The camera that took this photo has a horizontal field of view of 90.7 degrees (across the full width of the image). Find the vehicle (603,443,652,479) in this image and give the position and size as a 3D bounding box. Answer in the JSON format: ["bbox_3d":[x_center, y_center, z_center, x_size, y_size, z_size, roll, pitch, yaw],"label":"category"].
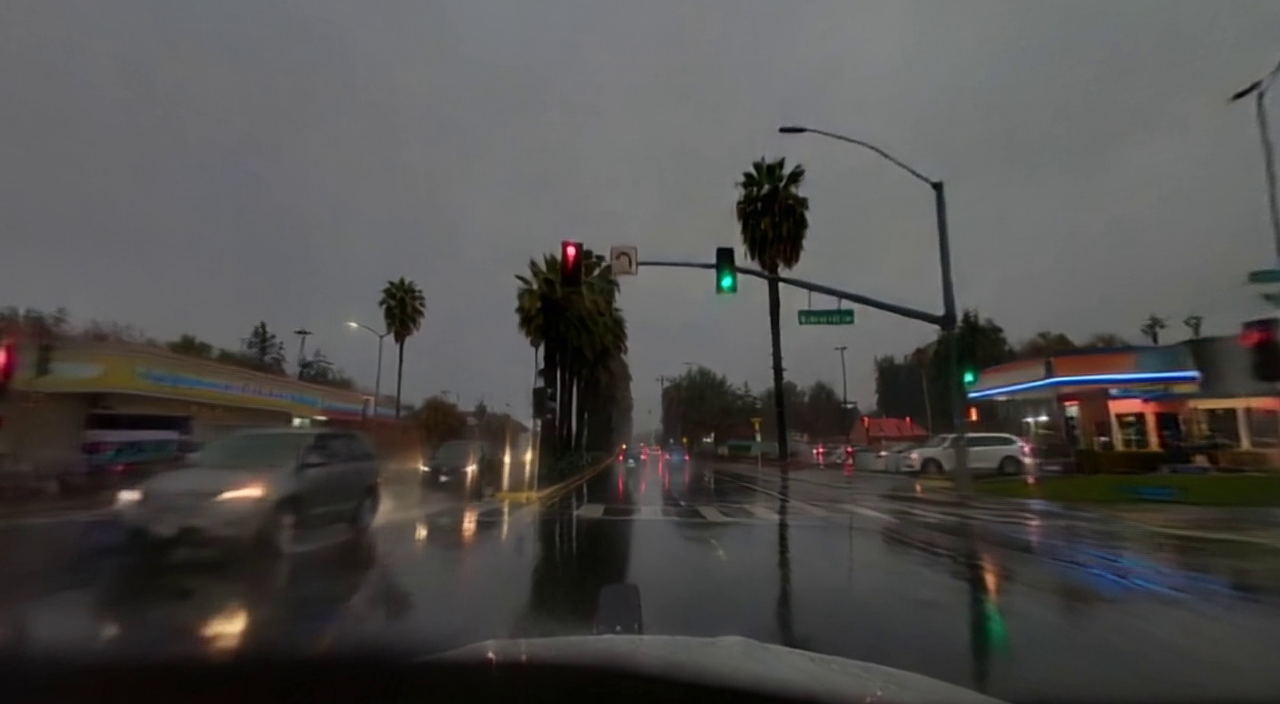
[{"bbox_3d":[-0.606,5.081,29.699,2.160,1.508,4.319,0,-9,-2],"label":"vehicle"}]

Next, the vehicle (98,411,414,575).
[{"bbox_3d":[-5.144,1.893,9.443,2.032,1.747,4.479,-2,-8,-2],"label":"vehicle"}]

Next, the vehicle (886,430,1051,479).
[{"bbox_3d":[13.682,4.298,26.601,5.718,1.911,2.088,0,-9,-2],"label":"vehicle"}]

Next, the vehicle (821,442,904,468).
[{"bbox_3d":[13.648,6.362,39.001,4.360,1.523,1.900,0,-9,-1],"label":"vehicle"}]

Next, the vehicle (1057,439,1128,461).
[{"bbox_3d":[34.503,7.461,48.337,3.956,1.515,1.738,-3,-7,6],"label":"vehicle"}]

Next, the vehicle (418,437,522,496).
[{"bbox_3d":[-5.242,3.579,20.178,2.060,1.643,4.359,0,-9,0],"label":"vehicle"}]

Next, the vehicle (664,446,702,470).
[{"bbox_3d":[2.752,6.935,41.518,2.060,1.471,4.168,0,-9,-2],"label":"vehicle"}]
